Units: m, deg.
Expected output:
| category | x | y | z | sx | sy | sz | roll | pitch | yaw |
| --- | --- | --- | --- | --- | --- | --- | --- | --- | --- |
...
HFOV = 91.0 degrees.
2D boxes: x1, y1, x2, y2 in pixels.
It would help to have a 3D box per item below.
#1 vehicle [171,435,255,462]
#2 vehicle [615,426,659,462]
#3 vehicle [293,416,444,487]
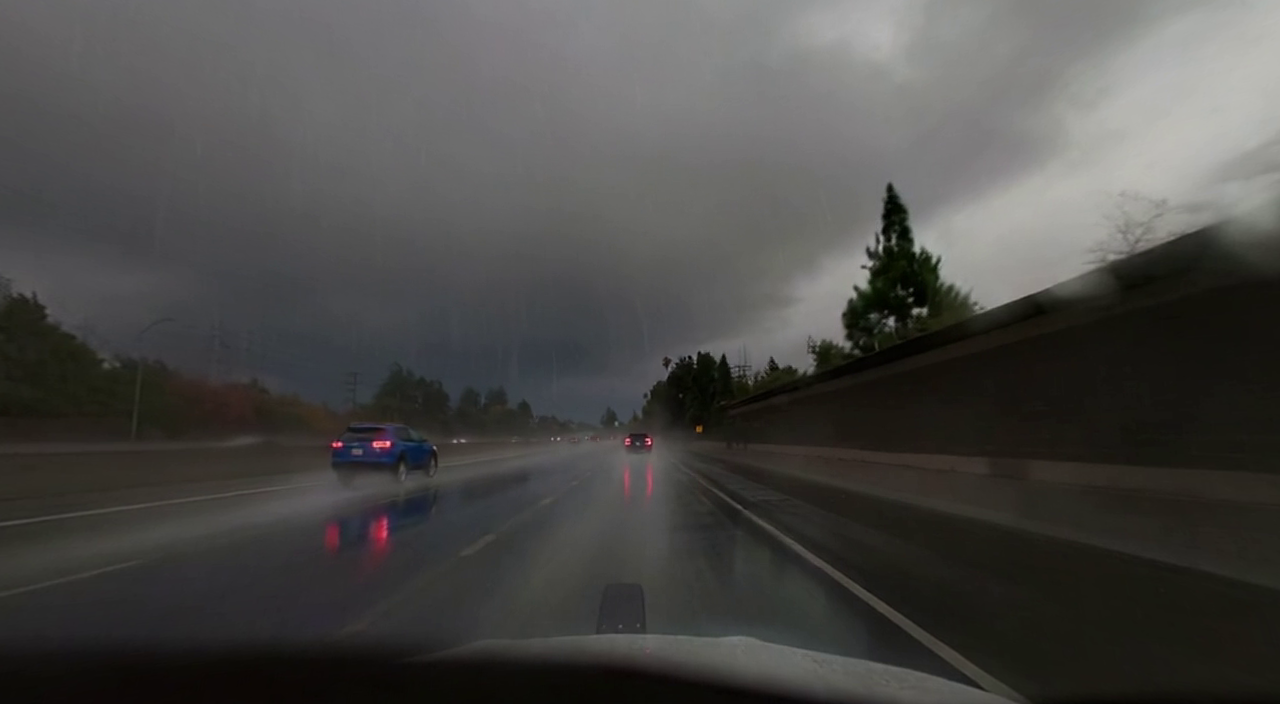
| category | x | y | z | sx | sy | sz | roll | pitch | yaw |
| --- | --- | --- | --- | --- | --- | --- | --- | --- | --- |
| vehicle | -25.650 | 5.825 | 38.031 | 1.858 | 1.525 | 4.501 | 0 | -8 | 1 |
| vehicle | -0.125 | 4.766 | 32.689 | 2.141 | 1.706 | 4.065 | 0 | -8 | 1 |
| vehicle | -7.361 | 2.772 | 17.693 | 2.166 | 1.705 | 4.433 | 0 | -8 | 1 |
